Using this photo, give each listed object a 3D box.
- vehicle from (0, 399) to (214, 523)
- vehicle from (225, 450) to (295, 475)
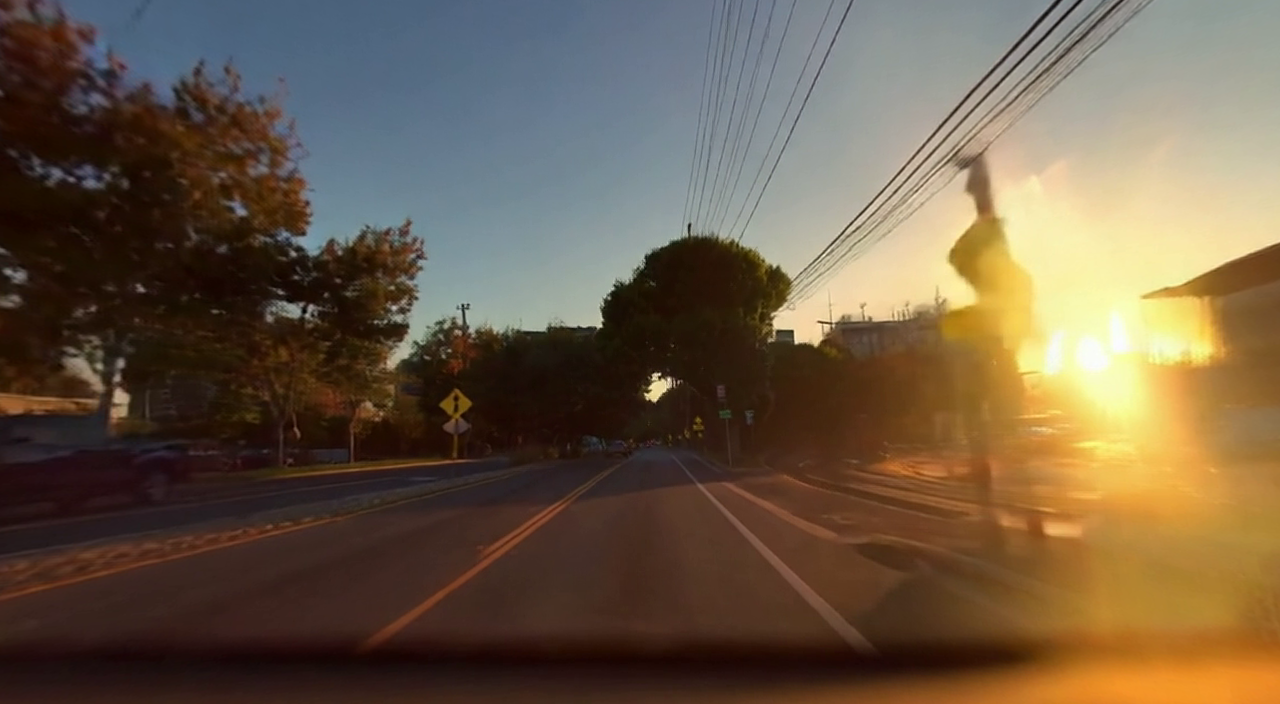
[{"bbox_3d":[-12.961,2.288,13.550,2.798,2.249,6.296,-1,-8,5],"label":"vehicle"},{"bbox_3d":[-24.949,7.256,41.526,1.805,1.461,4.321,0,-8,2],"label":"vehicle"}]
